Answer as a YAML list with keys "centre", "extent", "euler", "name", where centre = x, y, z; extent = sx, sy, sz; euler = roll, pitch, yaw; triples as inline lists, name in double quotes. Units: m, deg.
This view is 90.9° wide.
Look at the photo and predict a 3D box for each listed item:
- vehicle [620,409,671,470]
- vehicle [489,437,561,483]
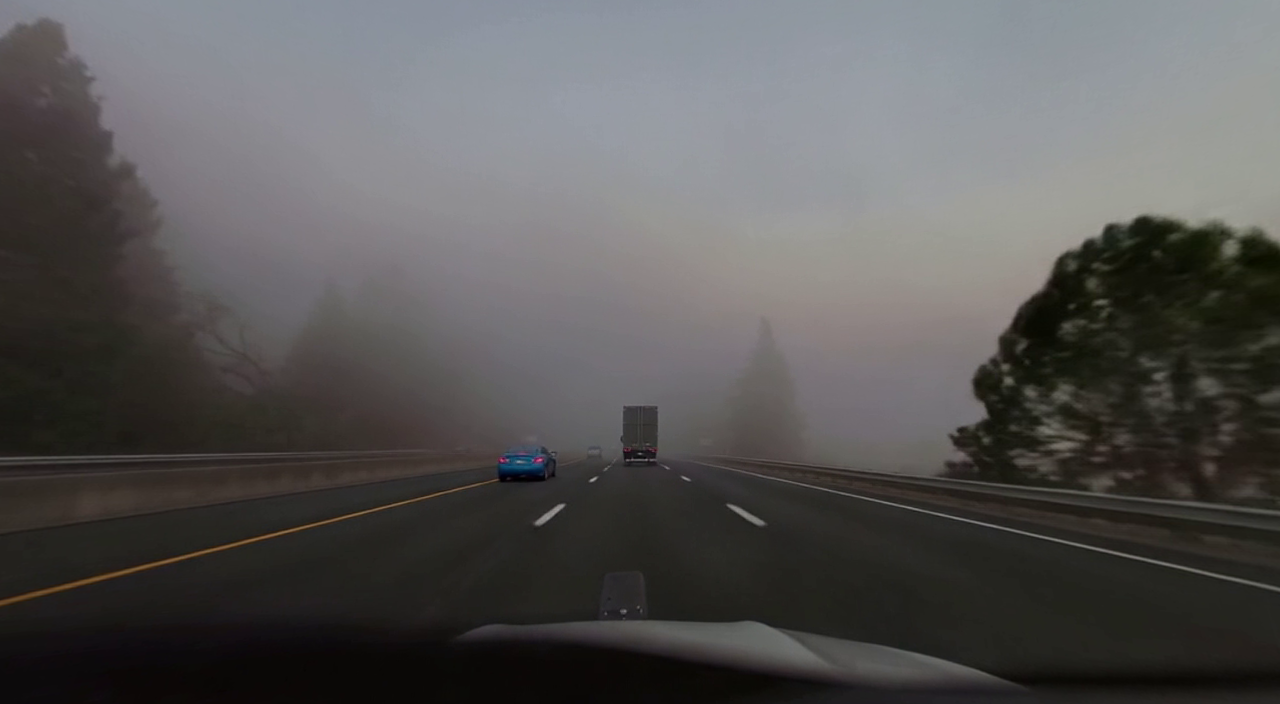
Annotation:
- centre: [0.184, 5.946, 42.350]
  extent: [2.893, 3.628, 9.081]
  euler: [0, -9, -3]
  name: "vehicle"
- centre: [-4.304, 4.131, 24.220]
  extent: [1.977, 1.602, 3.944]
  euler: [0, -9, 0]
  name: "vehicle"
